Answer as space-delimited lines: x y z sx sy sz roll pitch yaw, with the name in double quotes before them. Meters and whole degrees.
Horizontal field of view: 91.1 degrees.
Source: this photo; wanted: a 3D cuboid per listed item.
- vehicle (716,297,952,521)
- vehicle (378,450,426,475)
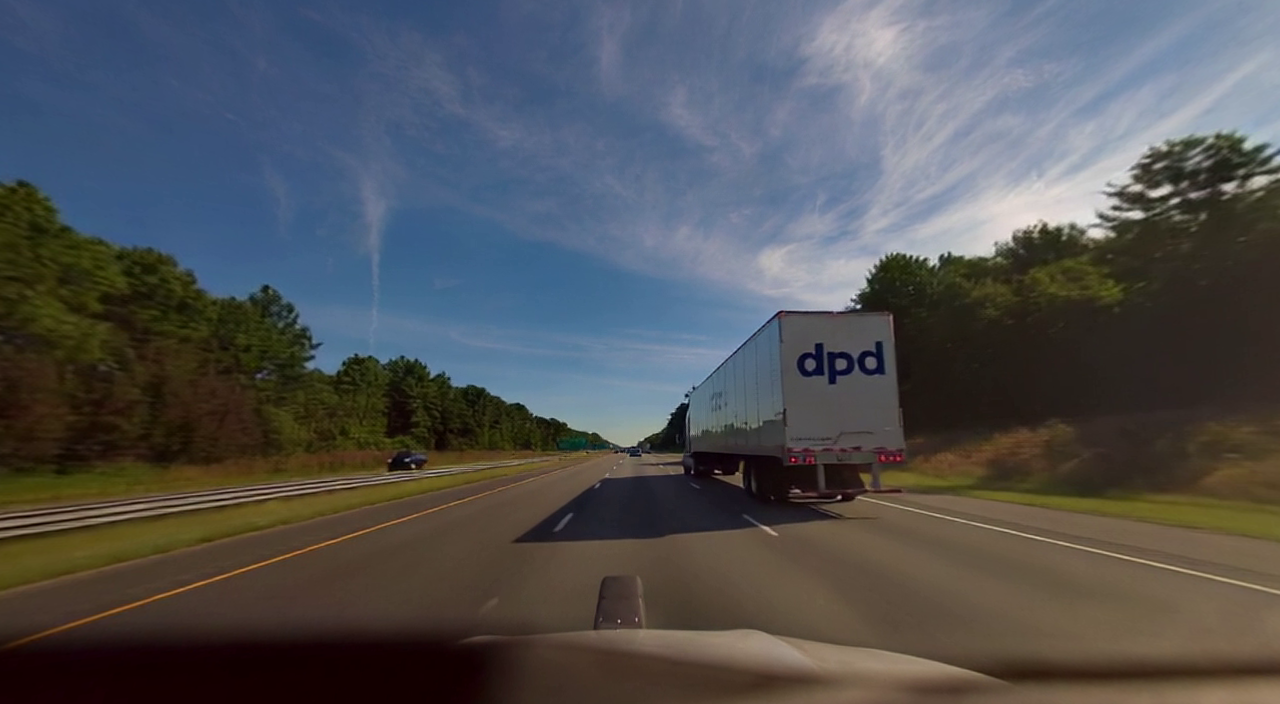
"vehicle" 3.869 1.586 15.190 2.856 3.933 8.334 0 -9 -1
"vehicle" -17.856 8.293 47.308 1.943 1.722 4.473 0 -9 -1
